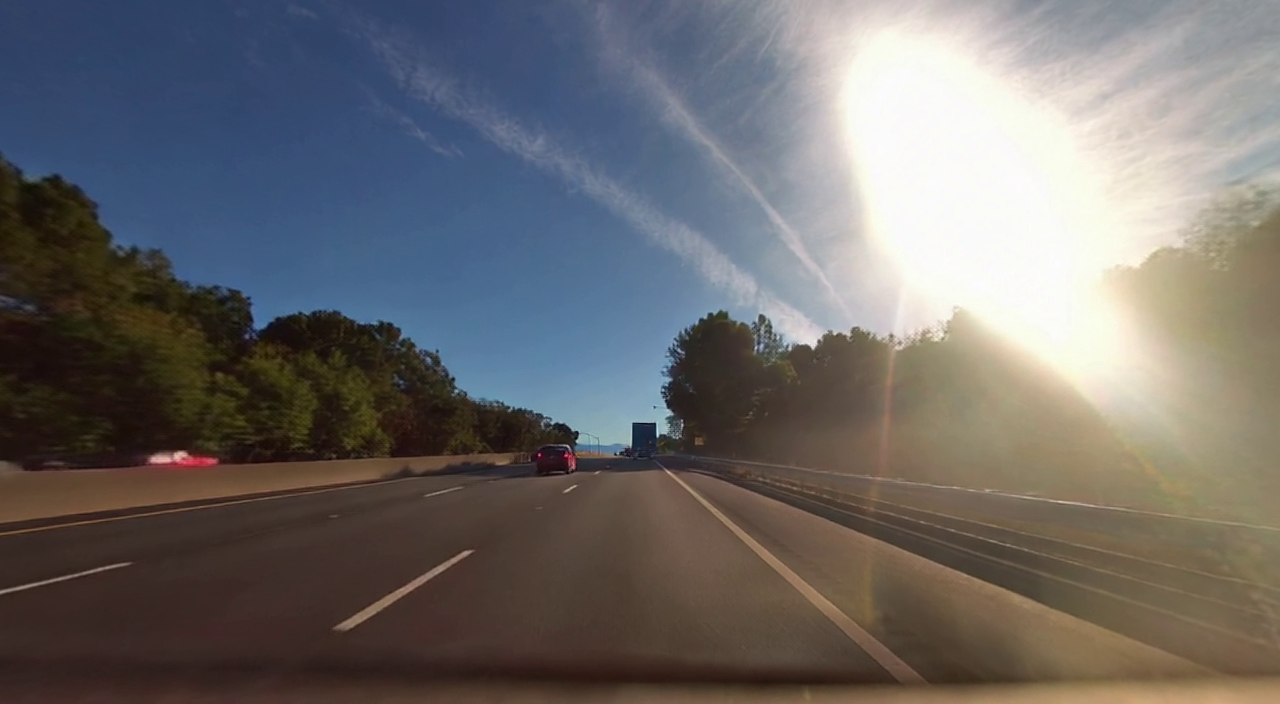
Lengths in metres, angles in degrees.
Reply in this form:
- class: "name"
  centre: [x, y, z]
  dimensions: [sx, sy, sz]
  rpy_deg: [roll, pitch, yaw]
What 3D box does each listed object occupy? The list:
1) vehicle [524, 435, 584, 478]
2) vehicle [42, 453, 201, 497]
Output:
- class: "vehicle"
  centre: [-4.063, 5.081, 30.715]
  dimensions: [2.124, 1.888, 5.226]
  rpy_deg: [0, -9, 0]
- class: "vehicle"
  centre: [-20.764, 4.921, 25.652]
  dimensions: [1.868, 1.549, 5.416]
  rpy_deg: [0, -9, 0]
